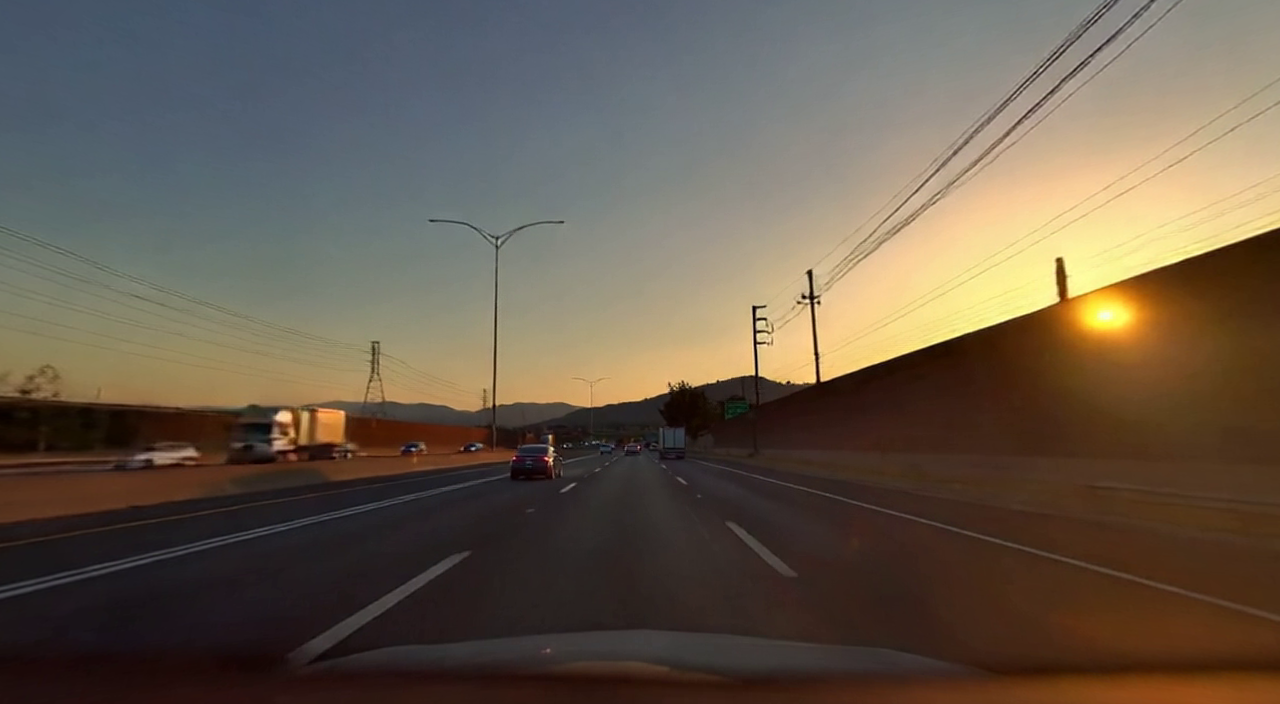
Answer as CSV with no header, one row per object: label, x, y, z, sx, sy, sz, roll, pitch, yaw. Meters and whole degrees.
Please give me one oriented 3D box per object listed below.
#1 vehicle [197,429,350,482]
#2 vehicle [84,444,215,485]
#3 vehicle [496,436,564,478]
vehicle,-14.690,4.198,25.928,2.705,1.851,6.038,0,-8,0
vehicle,-19.399,4.428,25.226,1.784,1.465,4.274,0,-8,0
vehicle,-4.635,4.498,27.249,2.064,1.642,4.389,0,-8,1
